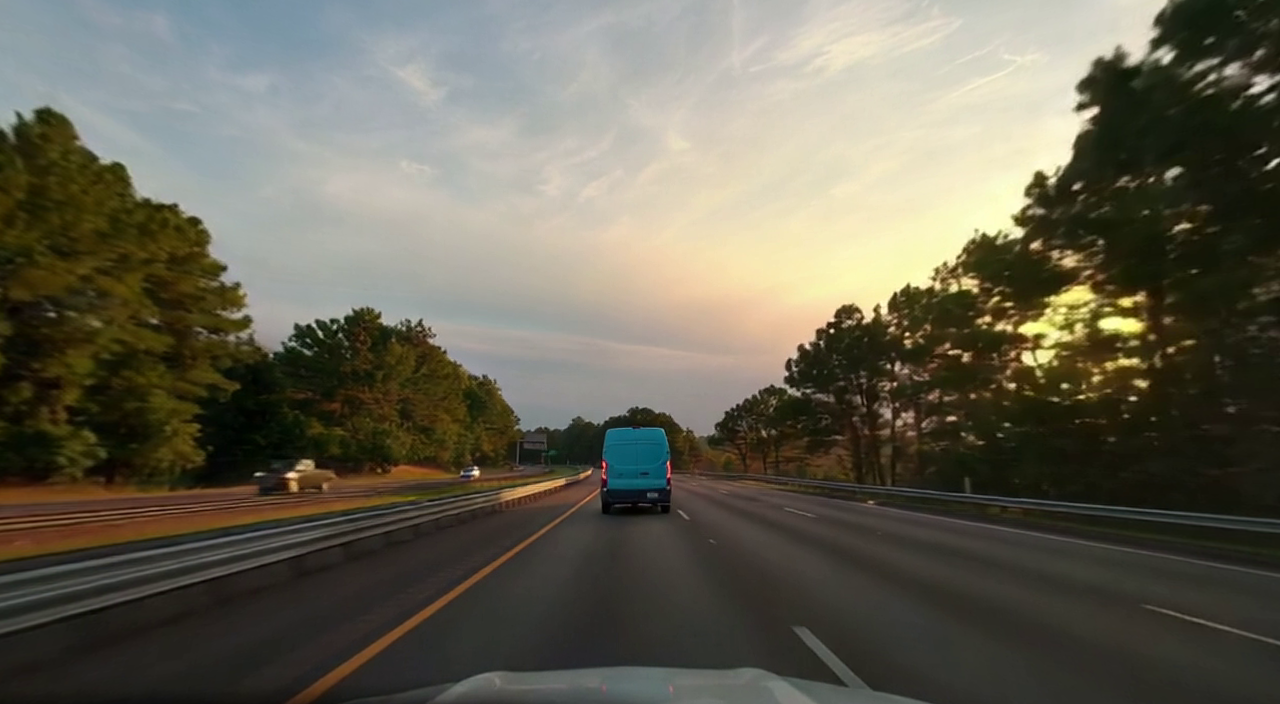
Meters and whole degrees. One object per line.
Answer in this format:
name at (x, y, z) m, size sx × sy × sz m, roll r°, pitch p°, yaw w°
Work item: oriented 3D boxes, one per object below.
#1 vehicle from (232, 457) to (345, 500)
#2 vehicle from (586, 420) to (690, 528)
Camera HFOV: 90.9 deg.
vehicle at (-13.733, 4.986, 24.996) m, size 1.940 × 1.512 × 4.590 m, roll 1°, pitch -11°, yaw -2°
vehicle at (-0.151, 3.369, 17.647) m, size 2.375 × 2.432 × 6.161 m, roll 1°, pitch -10°, yaw -2°
